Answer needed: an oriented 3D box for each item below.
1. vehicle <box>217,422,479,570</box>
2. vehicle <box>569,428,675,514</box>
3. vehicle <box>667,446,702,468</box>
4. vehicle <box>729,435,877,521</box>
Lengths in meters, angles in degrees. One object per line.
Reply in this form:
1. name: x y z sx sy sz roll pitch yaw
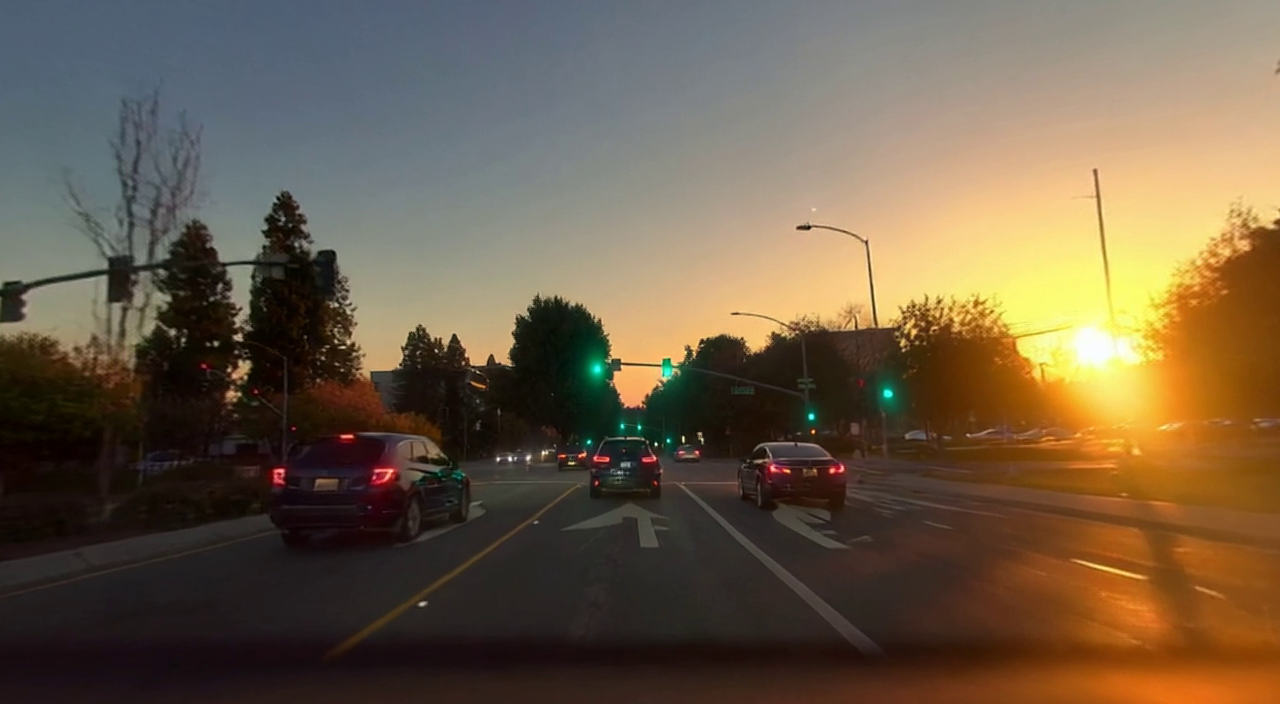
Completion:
1. vehicle: -3.756 1.894 9.081 1.823 1.602 4.061 0 -8 0
2. vehicle: -0.381 2.735 15.024 2.150 1.725 4.096 0 -8 0
3. vehicle: 3.219 7.698 46.603 2.171 1.469 4.420 0 -8 -1
4. vehicle: 3.320 2.637 13.773 2.068 1.541 4.041 0 -8 -1
